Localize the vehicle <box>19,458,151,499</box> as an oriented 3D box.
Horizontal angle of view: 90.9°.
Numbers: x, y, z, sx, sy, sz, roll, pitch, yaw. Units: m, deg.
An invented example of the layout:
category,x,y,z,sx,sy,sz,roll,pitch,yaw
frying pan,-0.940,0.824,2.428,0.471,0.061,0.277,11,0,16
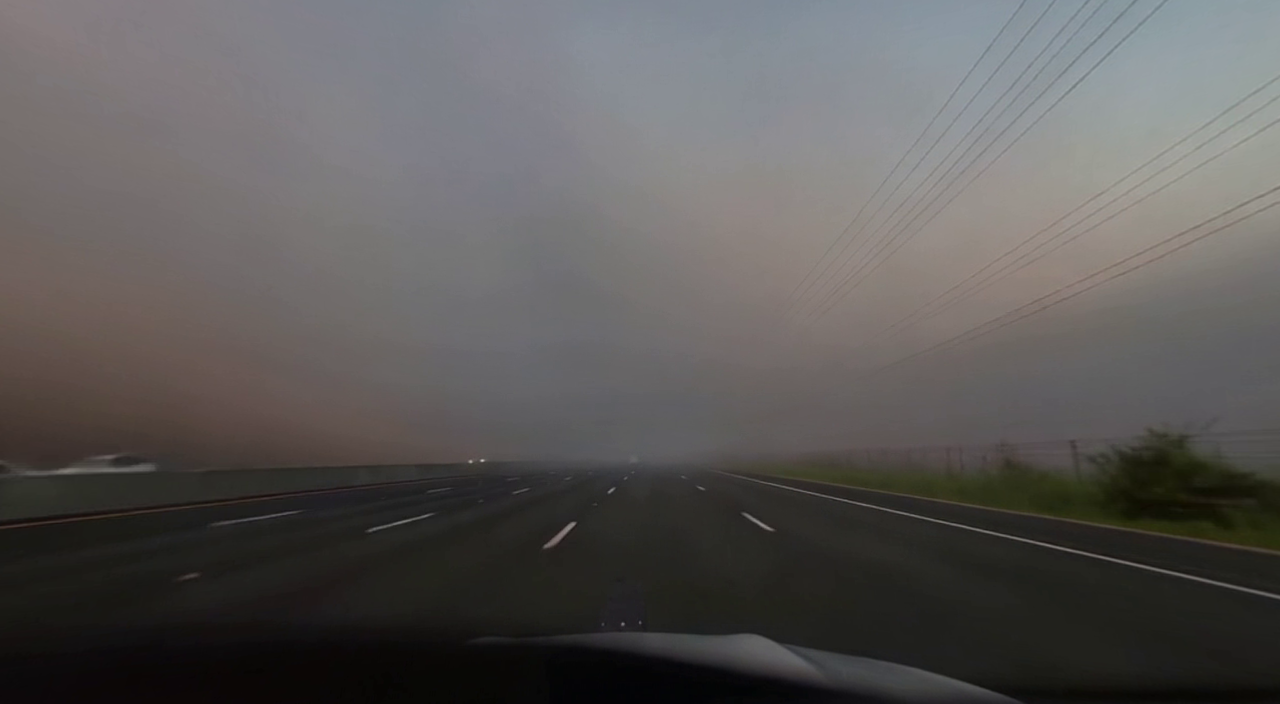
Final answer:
category,x,y,z,sx,sy,sz,roll,pitch,yaw
vehicle,-21.910,4.974,25.094,1.789,1.430,3.710,0,-9,1
